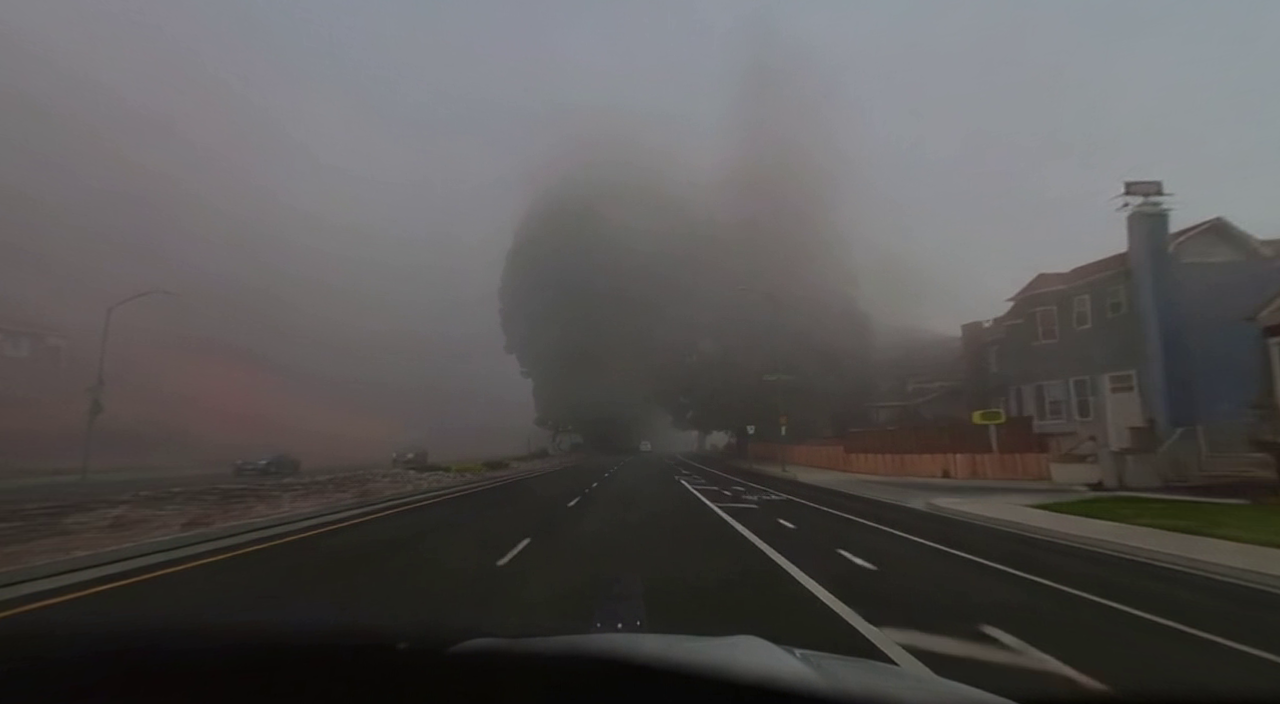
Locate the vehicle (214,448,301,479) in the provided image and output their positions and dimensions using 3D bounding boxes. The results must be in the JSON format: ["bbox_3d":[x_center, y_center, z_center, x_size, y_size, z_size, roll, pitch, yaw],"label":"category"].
[{"bbox_3d":[-20.285,5.908,33.760,1.834,1.464,4.490,0,-8,0],"label":"vehicle"}]

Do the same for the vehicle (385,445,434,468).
[{"bbox_3d":[-16.241,7.389,44.779,1.773,1.505,4.280,0,-9,1],"label":"vehicle"}]
